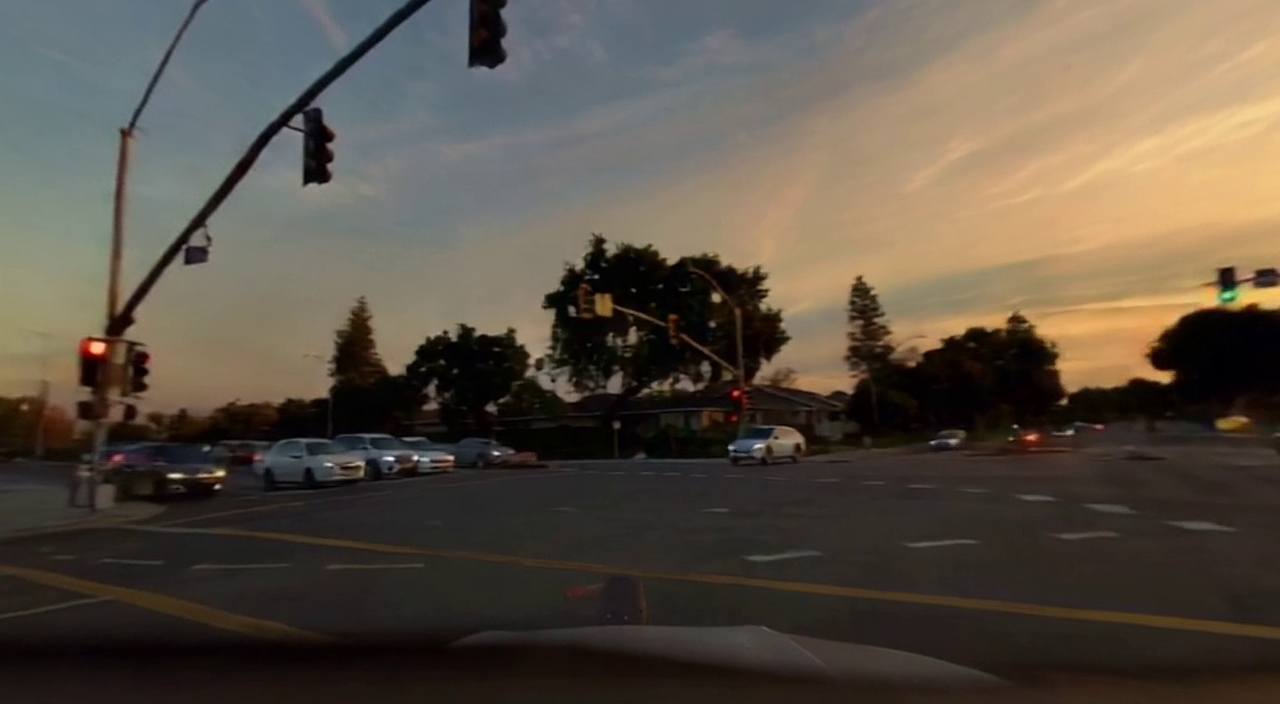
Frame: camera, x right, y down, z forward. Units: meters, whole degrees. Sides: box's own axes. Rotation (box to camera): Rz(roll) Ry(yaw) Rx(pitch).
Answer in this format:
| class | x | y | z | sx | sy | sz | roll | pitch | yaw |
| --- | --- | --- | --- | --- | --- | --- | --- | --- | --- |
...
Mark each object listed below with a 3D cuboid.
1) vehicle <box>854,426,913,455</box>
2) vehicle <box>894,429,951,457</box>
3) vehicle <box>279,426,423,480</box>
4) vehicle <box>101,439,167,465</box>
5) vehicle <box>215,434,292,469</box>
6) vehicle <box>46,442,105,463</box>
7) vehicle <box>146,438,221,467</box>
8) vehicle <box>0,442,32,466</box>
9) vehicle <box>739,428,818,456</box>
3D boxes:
| class | x | y | z | sx | sy | sz | roll | pitch | yaw |
| --- | --- | --- | --- | --- | --- | --- | --- | --- | --- |
| vehicle | 16.556 | 6.016 | 42.678 | 2.248 | 1.838 | 4.804 | -7 | -11 | 38 |
| vehicle | 16.592 | 5.323 | 36.908 | 2.039 | 1.519 | 4.356 | -7 | -10 | 37 |
| vehicle | -11.455 | 3.941 | 24.828 | 5.874 | 1.897 | 2.226 | -6 | -10 | 33 |
| vehicle | -35.482 | 7.003 | 44.147 | 4.465 | 1.750 | 2.176 | -6 | -10 | 33 |
| vehicle | -22.439 | 5.754 | 36.545 | 4.651 | 1.850 | 1.963 | -6 | -10 | 34 |
| vehicle | -43.588 | 7.739 | 48.644 | 4.489 | 1.595 | 1.890 | -5 | -10 | 29 |
| vehicle | -29.167 | 6.418 | 40.253 | 4.462 | 1.734 | 2.159 | -5 | -10 | 31 |
| vehicle | -47.029 | 7.474 | 46.383 | 4.406 | 1.702 | 1.943 | -5 | -10 | 30 |
| vehicle | 10.965 | 7.083 | 49.648 | 5.840 | 2.087 | 2.737 | 6 | -10 | -34 |
